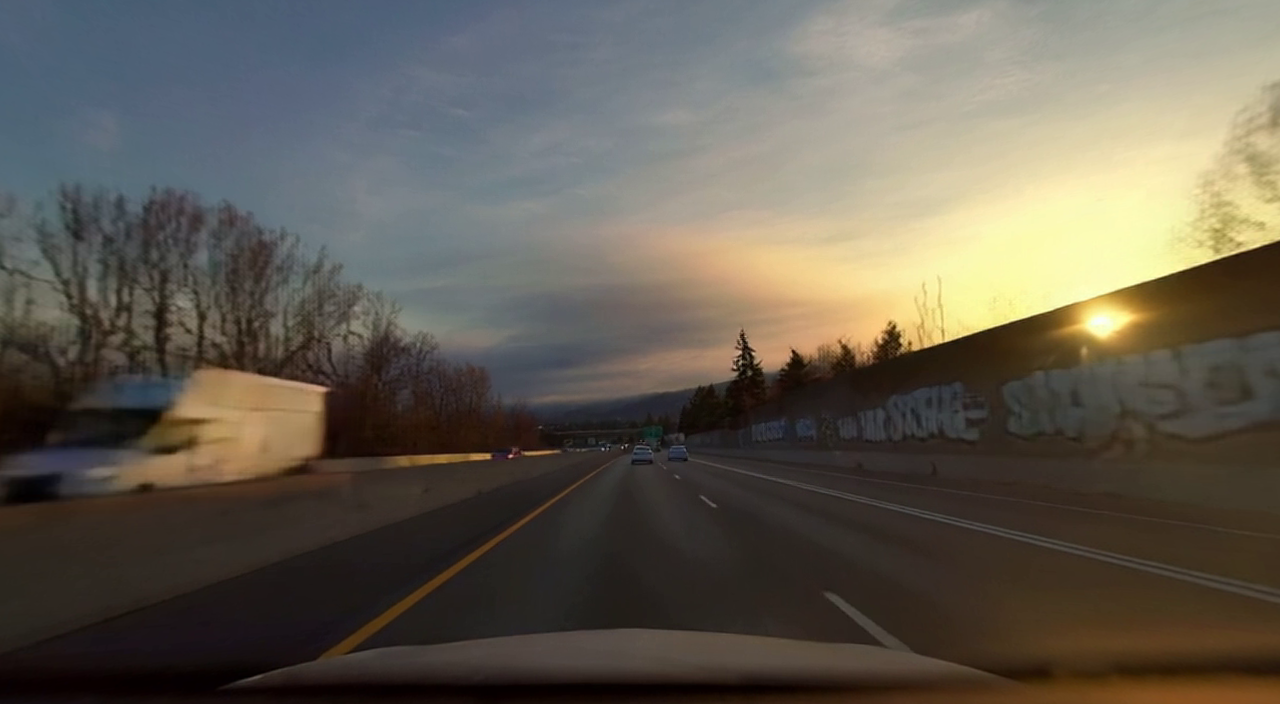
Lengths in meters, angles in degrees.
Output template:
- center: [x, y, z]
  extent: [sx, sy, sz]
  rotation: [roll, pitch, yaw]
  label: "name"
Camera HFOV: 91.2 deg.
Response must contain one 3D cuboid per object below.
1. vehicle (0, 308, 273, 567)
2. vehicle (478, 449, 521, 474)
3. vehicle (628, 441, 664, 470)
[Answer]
- center: [-8.966, 1.349, 9.608]
  extent: [2.686, 3.050, 6.421]
  rotation: [-1, -9, 0]
  label: "vehicle"
- center: [-9.214, 7.167, 41.357]
  extent: [1.895, 1.498, 4.329]
  rotation: [0, -9, -1]
  label: "vehicle"
- center: [0.301, 6.362, 38.739]
  extent: [2.095, 1.671, 4.219]
  rotation: [0, -9, -1]
  label: "vehicle"
